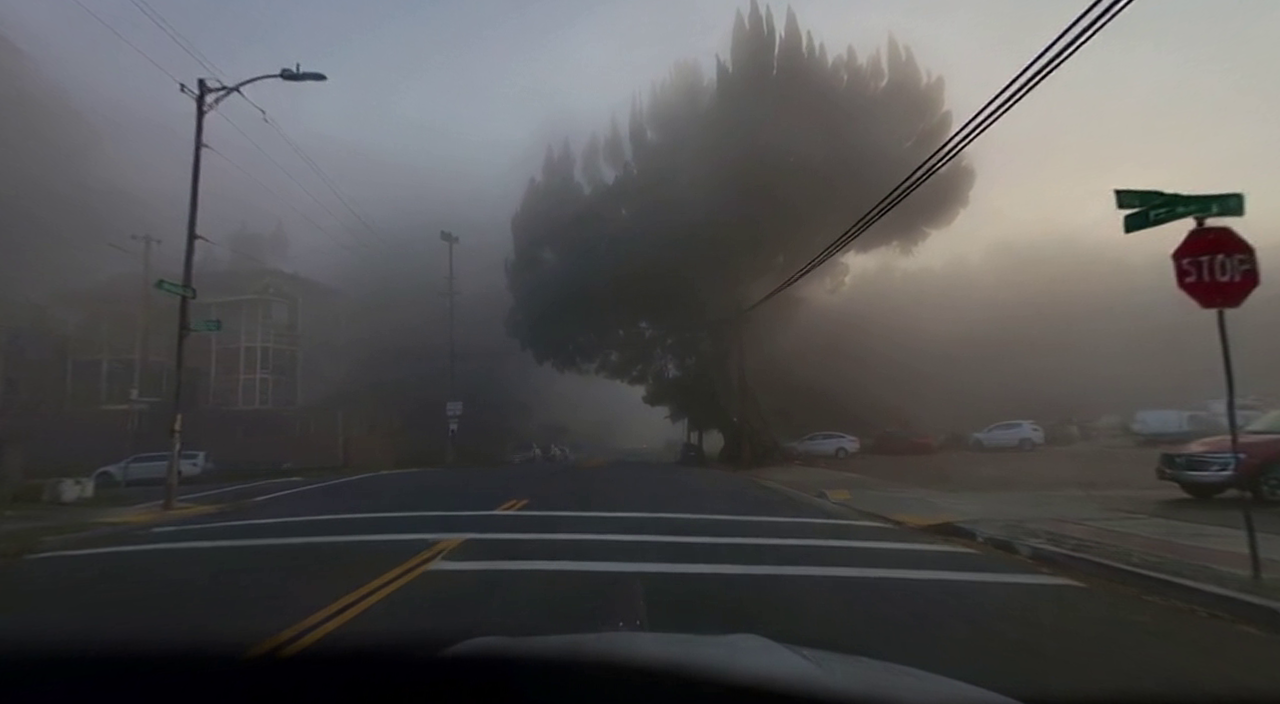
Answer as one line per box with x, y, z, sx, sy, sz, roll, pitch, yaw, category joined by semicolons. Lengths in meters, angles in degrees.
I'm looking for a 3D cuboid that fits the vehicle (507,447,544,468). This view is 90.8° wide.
-8.532;7.921;47.541;2.066;1.472;4.353;0;-8;-2;vehicle

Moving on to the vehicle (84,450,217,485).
-22.213;5.247;28.794;4.424;1.486;1.814;0;-8;-2;vehicle

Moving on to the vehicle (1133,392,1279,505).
11.493;1.634;10.857;4.451;1.707;1.989;0;-8;-5;vehicle

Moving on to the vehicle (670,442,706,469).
3.251;7.084;43.484;1.993;1.755;4.256;0;-8;-2;vehicle

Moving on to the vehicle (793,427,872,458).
11.270;5.292;36.879;4.509;1.664;1.981;6;-10;-34;vehicle

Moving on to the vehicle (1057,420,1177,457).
22.402;4.094;29.800;4.002;1.505;2.061;-1;-10;-5;vehicle
